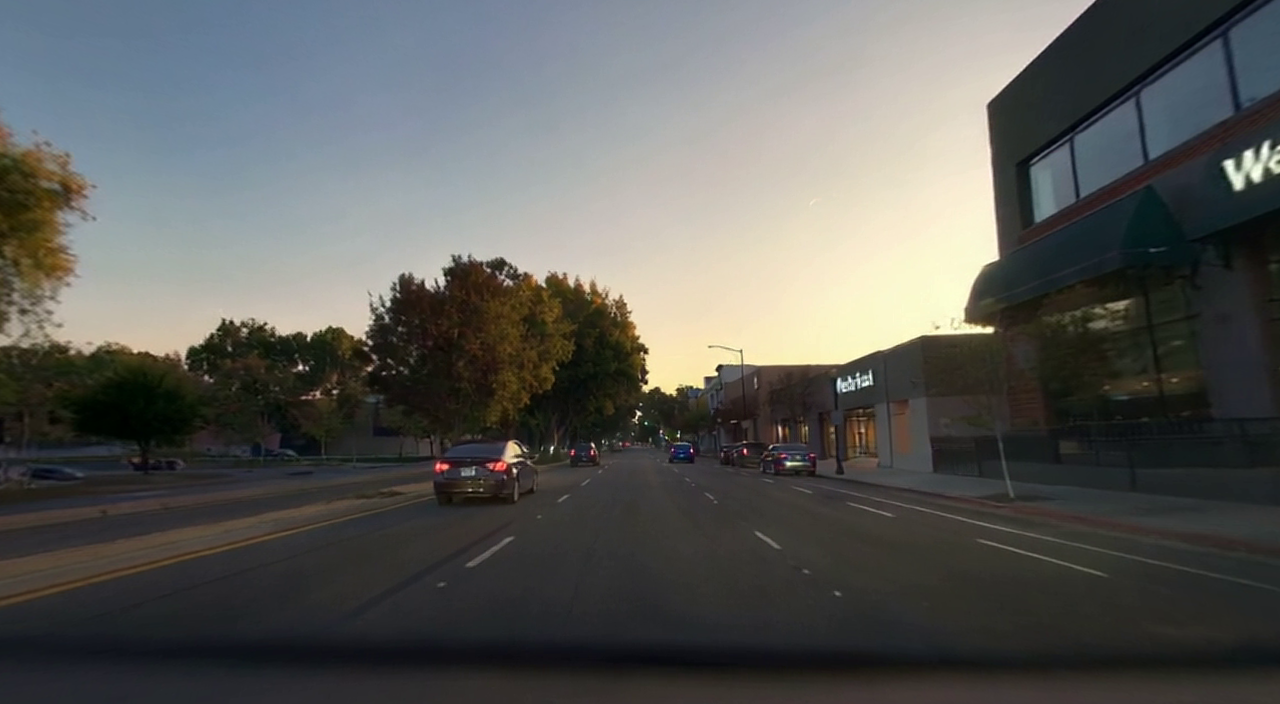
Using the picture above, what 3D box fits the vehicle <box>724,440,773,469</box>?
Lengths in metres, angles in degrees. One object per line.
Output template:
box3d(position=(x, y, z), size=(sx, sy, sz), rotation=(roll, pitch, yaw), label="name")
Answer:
box3d(position=(6.439, 6.162, 38.101), size=(1.983, 1.618, 4.108), rotation=(0, -9, -4), label="vehicle")

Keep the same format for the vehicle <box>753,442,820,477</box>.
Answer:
box3d(position=(6.649, 4.911, 29.199), size=(1.896, 1.479, 4.416), rotation=(0, -9, -2), label="vehicle")

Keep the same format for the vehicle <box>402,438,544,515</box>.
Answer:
box3d(position=(-3.605, 2.771, 14.613), size=(2.060, 1.466, 4.387), rotation=(0, -9, 0), label="vehicle")

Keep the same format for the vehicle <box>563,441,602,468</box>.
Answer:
box3d(position=(-3.816, 6.916, 42.652), size=(2.145, 1.694, 4.642), rotation=(0, -8, 1), label="vehicle")

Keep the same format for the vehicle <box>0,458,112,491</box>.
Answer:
box3d(position=(-29.360, 6.051, 31.329), size=(4.604, 1.498, 1.899), rotation=(0, -9, 1), label="vehicle")

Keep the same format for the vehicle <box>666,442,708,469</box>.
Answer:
box3d(position=(2.665, 5.968, 36.585), size=(1.961, 1.482, 4.538), rotation=(0, -9, -2), label="vehicle")
